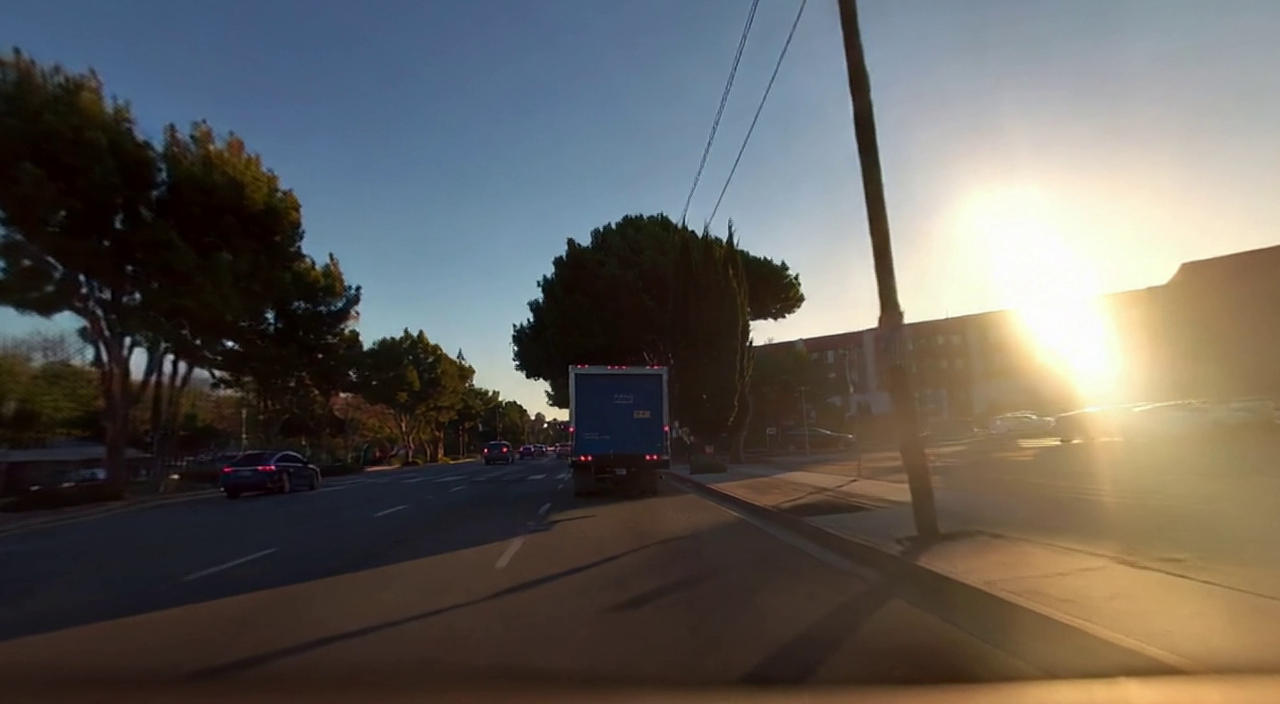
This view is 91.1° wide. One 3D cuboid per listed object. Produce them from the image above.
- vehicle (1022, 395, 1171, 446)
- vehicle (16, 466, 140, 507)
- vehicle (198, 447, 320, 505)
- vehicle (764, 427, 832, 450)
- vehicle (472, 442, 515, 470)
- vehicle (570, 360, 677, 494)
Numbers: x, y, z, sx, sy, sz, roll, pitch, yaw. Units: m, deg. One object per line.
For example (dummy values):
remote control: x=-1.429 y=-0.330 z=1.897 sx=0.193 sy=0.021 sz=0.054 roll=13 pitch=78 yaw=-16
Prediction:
vehicle: x=17.849 y=2.804 z=24.913 sx=1.880 sy=1.804 sz=4.679 roll=1 pitch=-8 yaw=-9
vehicle: x=-27.820 y=6.634 z=31.340 sx=2.033 sy=1.742 sz=4.692 roll=1 pitch=-9 yaw=-5
vehicle: x=-12.359 y=3.979 z=20.760 sx=1.958 sy=1.672 sz=4.283 roll=1 pitch=-9 yaw=-10
vehicle: x=11.246 y=6.194 z=44.884 sx=4.321 sy=1.579 sz=1.823 roll=1 pitch=-9 yaw=-4
vehicle: x=-9.823 y=7.008 z=42.417 sx=2.095 sy=1.759 sz=4.433 roll=0 pitch=-9 yaw=-3
vehicle: x=-0.849 y=2.687 z=21.600 sx=2.905 sy=3.644 sz=8.807 roll=1 pitch=-9 yaw=-5
